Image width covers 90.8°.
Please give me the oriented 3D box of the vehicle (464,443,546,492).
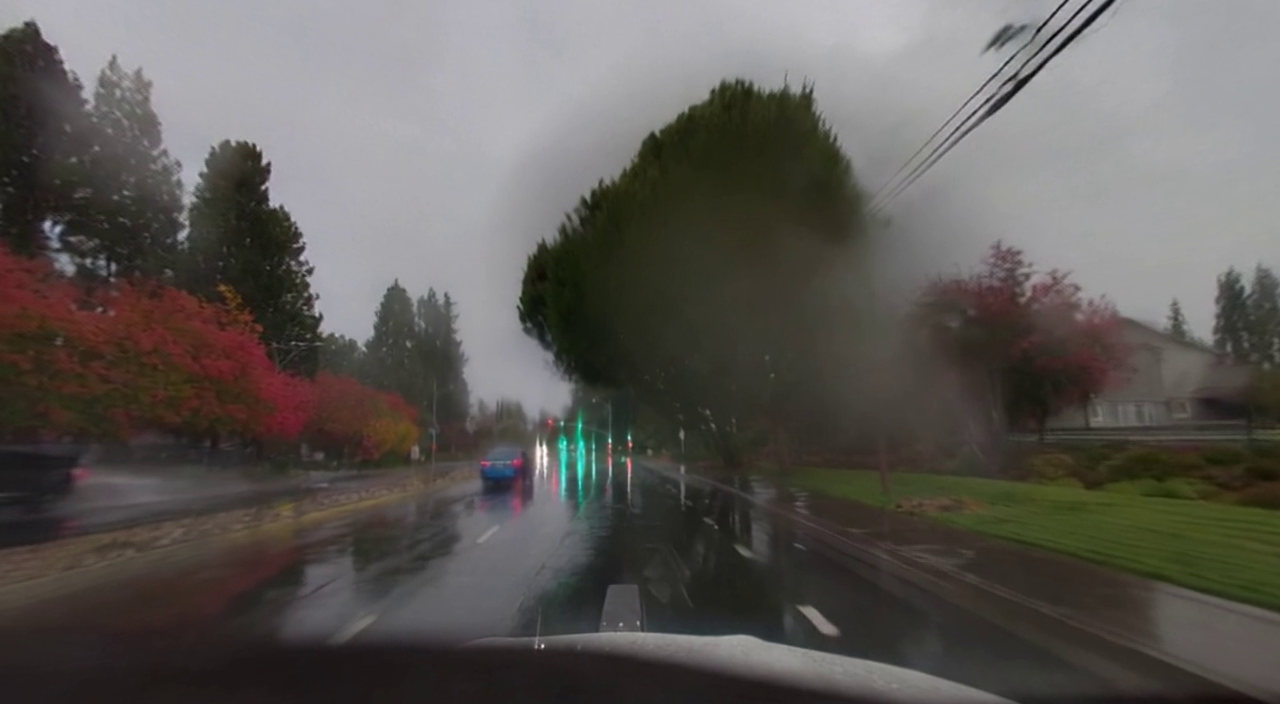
[{"bbox_3d":[-4.563,3.954,22.116,1.980,1.508,4.502,0,-8,-2],"label":"vehicle"}]
